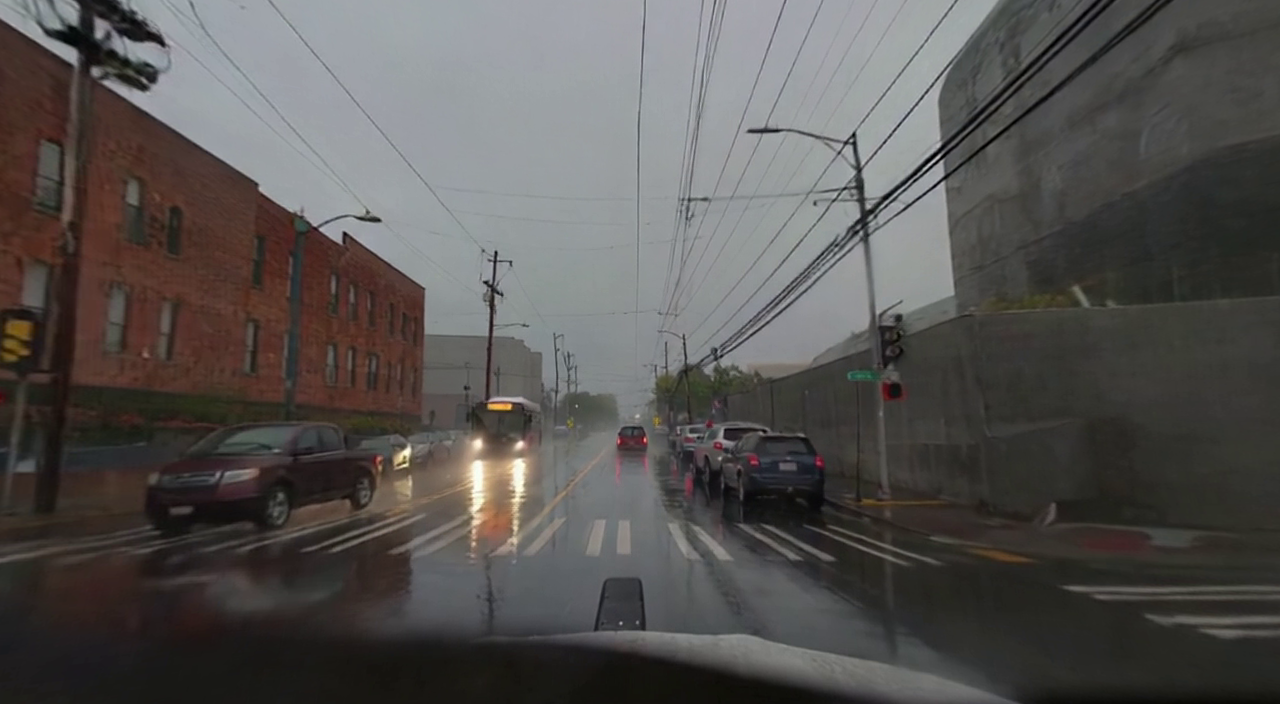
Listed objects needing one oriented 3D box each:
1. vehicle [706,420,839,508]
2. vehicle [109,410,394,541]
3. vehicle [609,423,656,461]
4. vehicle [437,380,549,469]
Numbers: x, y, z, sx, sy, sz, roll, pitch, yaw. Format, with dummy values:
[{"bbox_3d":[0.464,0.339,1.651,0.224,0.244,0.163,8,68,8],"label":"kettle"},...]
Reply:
[{"bbox_3d":[2.937,2.664,15.161,2.171,1.751,4.373,1,-10,-1],"label":"vehicle"},{"bbox_3d":[-7.188,2.325,12.741,2.127,2.034,5.559,0,-8,1],"label":"vehicle"},{"bbox_3d":[-0.401,4.520,31.886,2.190,1.783,4.048,0,-8,-1],"label":"vehicle"},{"bbox_3d":[-6.480,3.646,30.334,3.297,3.342,12.875,1,-8,-5],"label":"vehicle"}]
